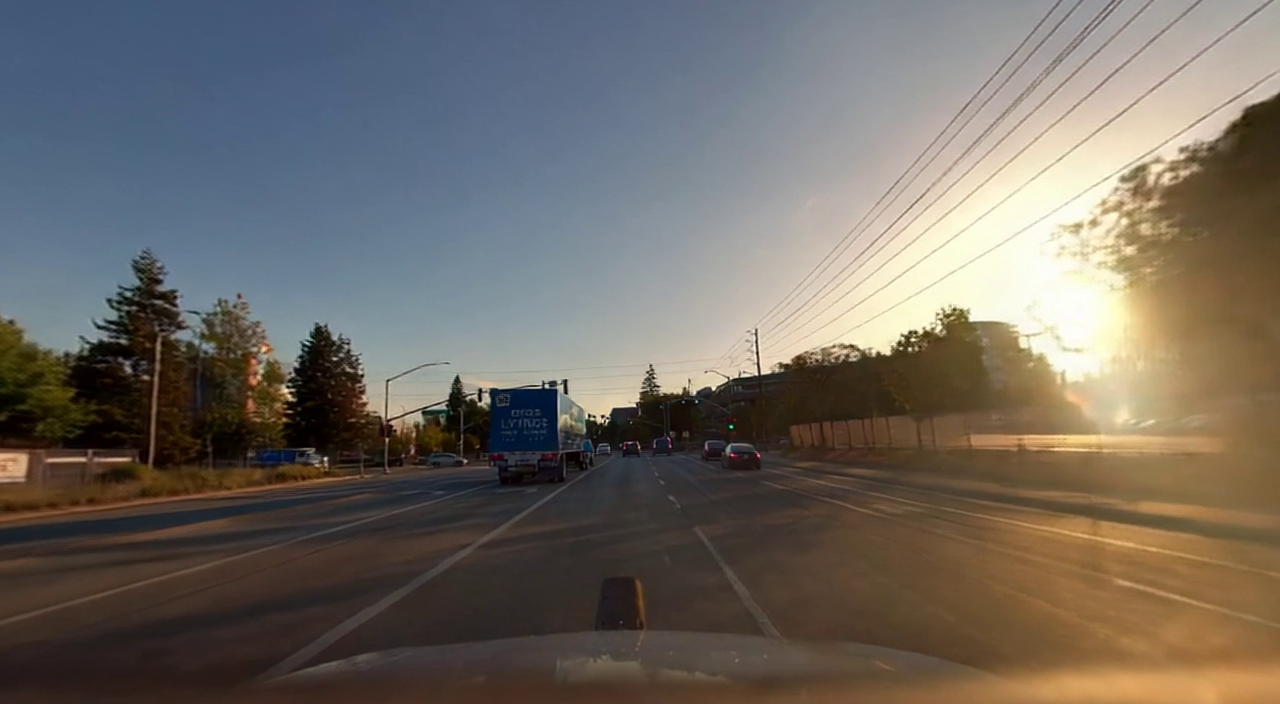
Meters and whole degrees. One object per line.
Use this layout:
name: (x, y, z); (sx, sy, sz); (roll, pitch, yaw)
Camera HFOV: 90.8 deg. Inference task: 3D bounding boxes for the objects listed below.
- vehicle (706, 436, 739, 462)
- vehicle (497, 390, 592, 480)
vehicle: (5.675, 6.727, 43.874); (2.102, 1.662, 4.533); (-1, -9, 5)
vehicle: (-3.875, 3.693, 27.742); (2.889, 3.347, 8.285); (0, -9, 0)
